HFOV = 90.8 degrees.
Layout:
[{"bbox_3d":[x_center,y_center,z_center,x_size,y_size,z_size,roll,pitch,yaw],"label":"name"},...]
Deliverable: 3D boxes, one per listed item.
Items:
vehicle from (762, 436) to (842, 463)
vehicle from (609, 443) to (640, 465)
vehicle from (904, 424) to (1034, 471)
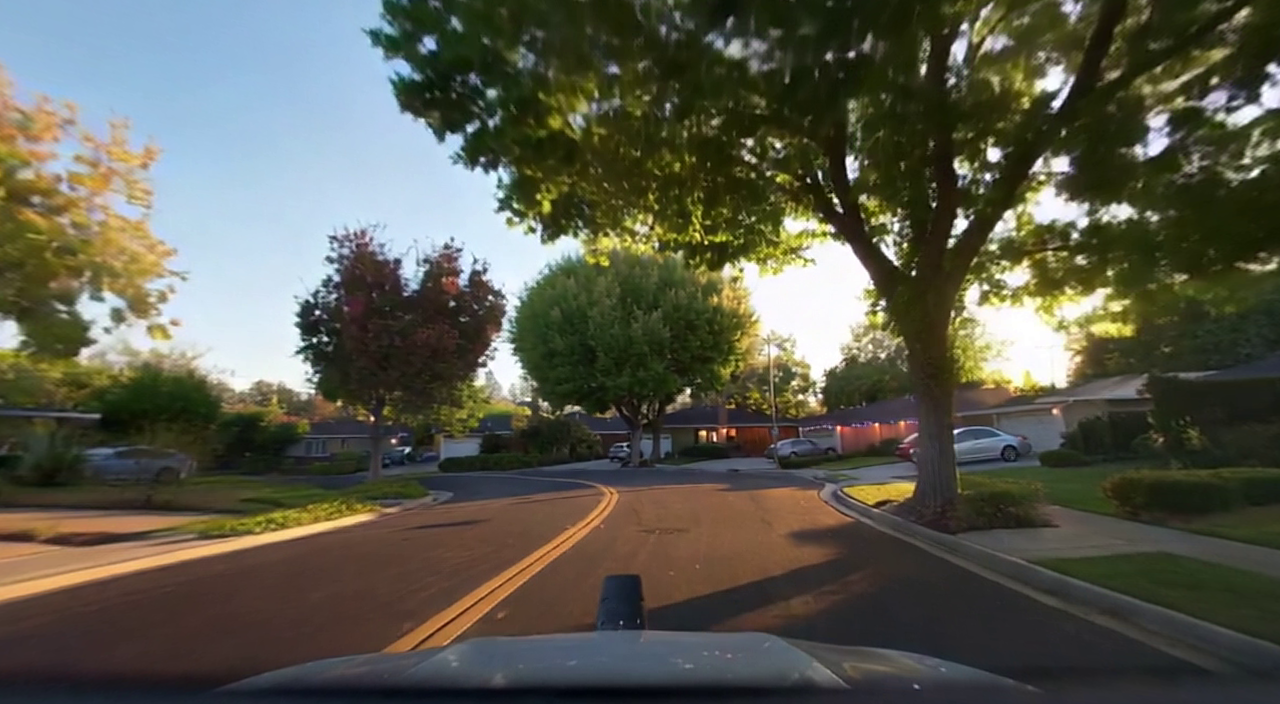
[{"bbox_3d":[10.705,6.436,41.691,4.799,1.451,2.144,1,-8,-26],"label":"vehicle"},{"bbox_3d":[-1.185,7.931,49.456,1.819,1.442,4.329,-2,-6,7],"label":"vehicle"},{"bbox_3d":[13.962,4.109,27.024,4.327,1.573,1.967,-5,-10,4],"label":"vehicle"}]
